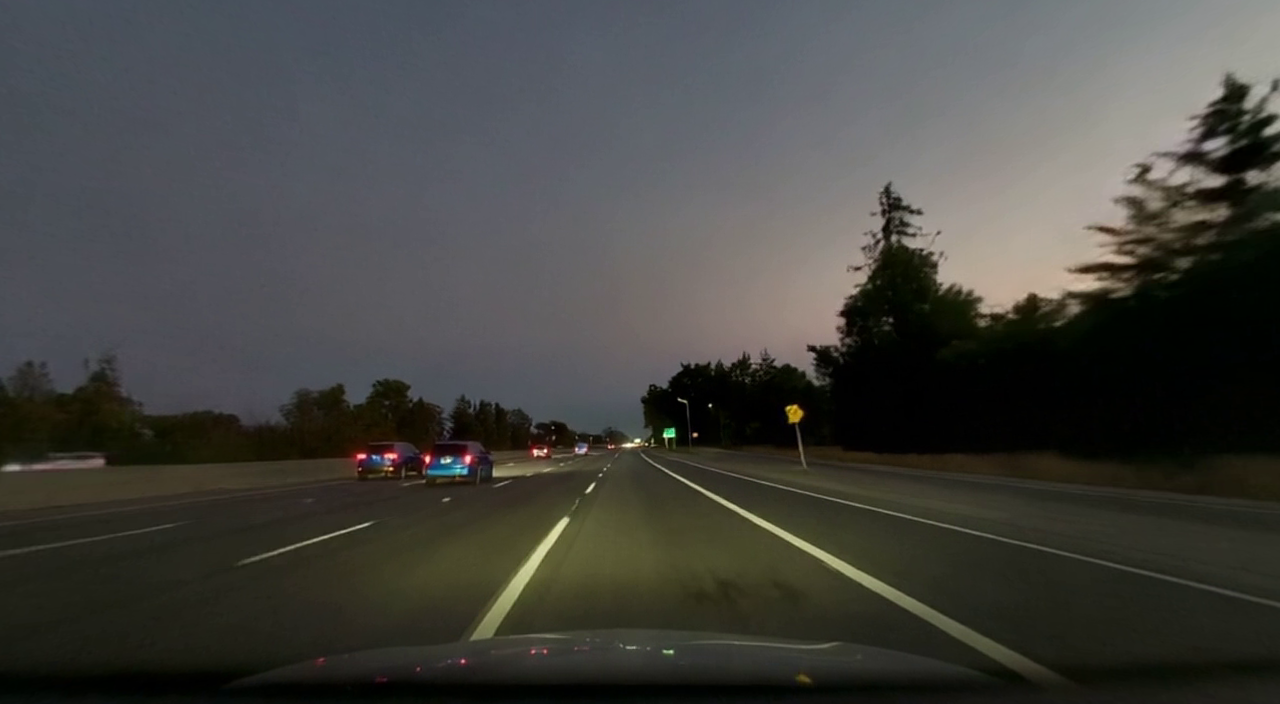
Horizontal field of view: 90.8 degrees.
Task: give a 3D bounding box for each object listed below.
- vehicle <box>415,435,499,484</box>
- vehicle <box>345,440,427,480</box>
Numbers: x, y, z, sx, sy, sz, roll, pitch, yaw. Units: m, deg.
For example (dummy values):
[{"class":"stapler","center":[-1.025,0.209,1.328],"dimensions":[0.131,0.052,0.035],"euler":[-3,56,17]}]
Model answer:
[{"class":"vehicle","center":[-7.316,4.348,25.741],"dimensions":[2.146,1.766,4.502],"euler":[0,-9,-1]},{"class":"vehicle","center":[-11.656,4.976,29.325],"dimensions":[2.016,1.711,4.365],"euler":[0,-9,-1]}]
